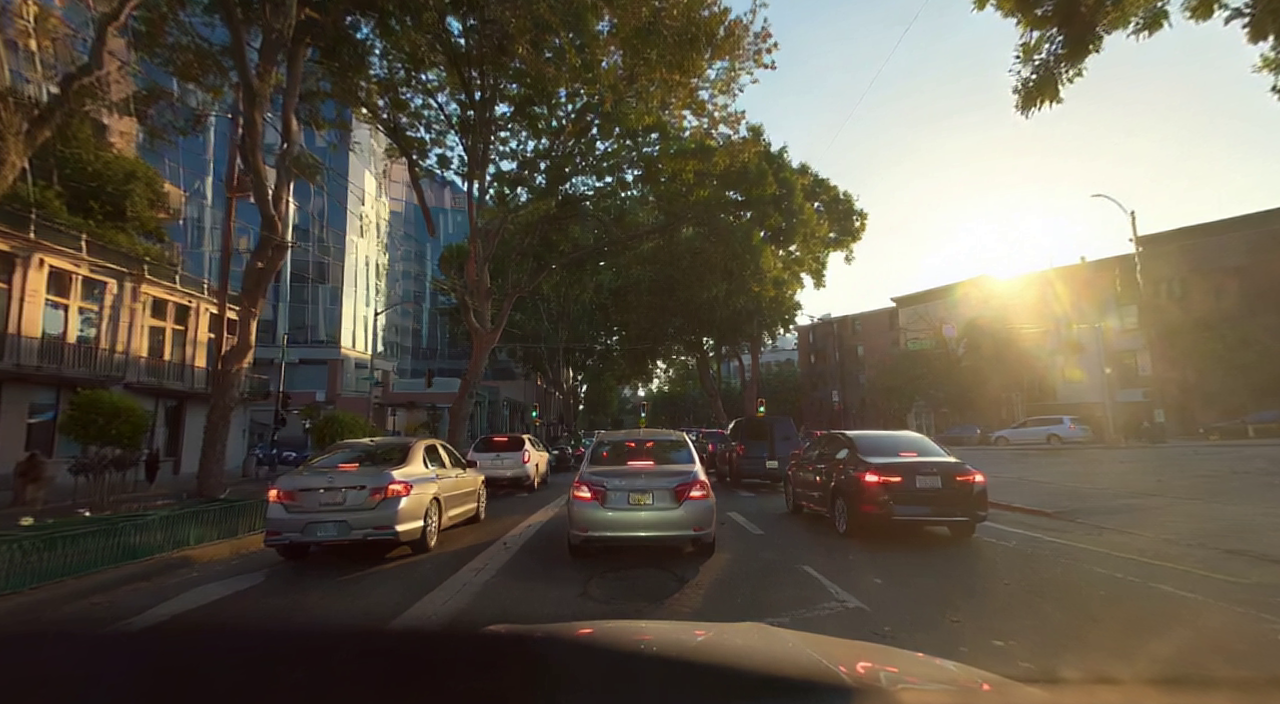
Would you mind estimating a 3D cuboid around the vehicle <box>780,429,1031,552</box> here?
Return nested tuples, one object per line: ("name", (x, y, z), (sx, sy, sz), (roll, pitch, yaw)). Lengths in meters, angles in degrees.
("vehicle", (3.779, 2.030, 10.032), (1.990, 1.486, 4.431), (0, -8, -1))

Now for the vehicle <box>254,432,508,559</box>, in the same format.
("vehicle", (-3.463, 1.983, 9.460), (2.002, 1.465, 4.098), (0, -8, 1))

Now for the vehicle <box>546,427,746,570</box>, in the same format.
("vehicle", (0.047, 1.839, 8.659), (2.101, 1.480, 3.929), (0, -8, 0))
